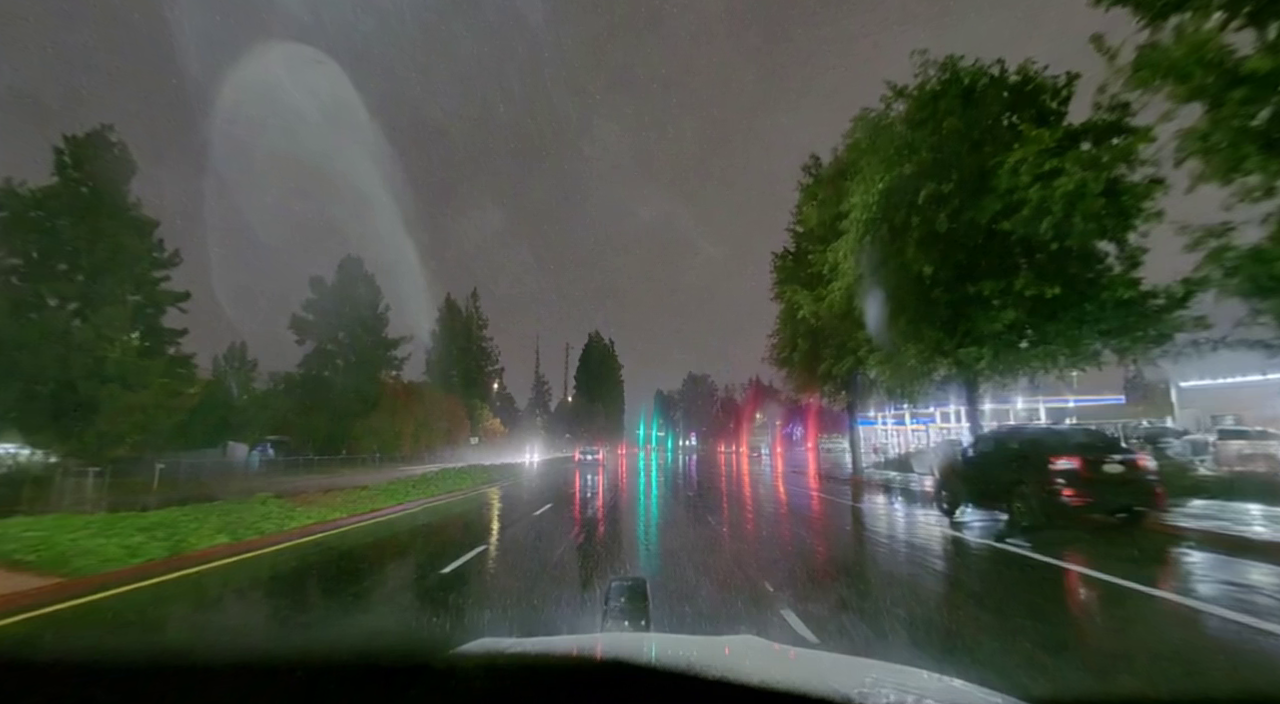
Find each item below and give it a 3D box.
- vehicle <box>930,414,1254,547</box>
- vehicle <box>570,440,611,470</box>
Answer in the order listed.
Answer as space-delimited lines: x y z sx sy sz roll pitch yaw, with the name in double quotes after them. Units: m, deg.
6.858 1.989 10.406 1.952 1.684 4.535 -1 -9 0 "vehicle"
-3.128 6.582 40.614 2.196 1.801 4.542 0 -8 1 "vehicle"
